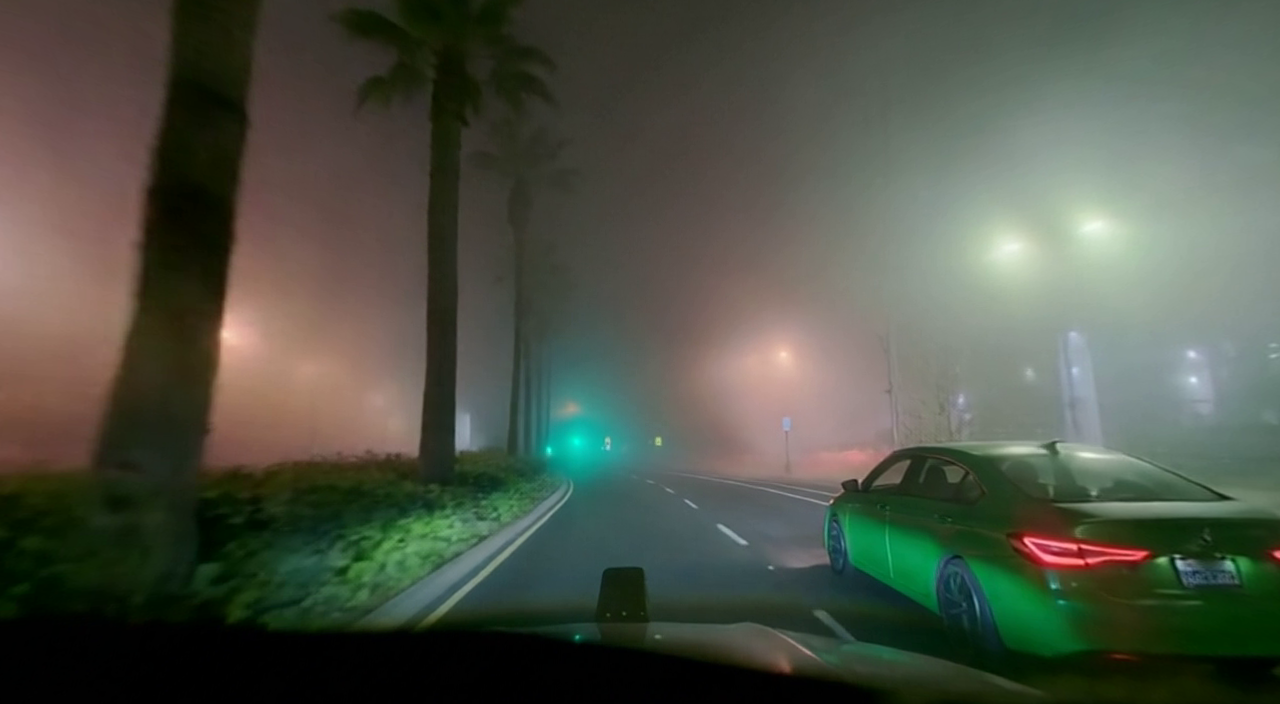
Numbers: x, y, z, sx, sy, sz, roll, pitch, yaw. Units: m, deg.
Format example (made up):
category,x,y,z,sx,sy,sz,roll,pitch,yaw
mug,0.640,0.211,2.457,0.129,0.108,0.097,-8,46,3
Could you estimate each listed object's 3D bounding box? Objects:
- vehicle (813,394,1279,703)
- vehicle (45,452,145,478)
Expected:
category,x,y,z,sx,sy,sz,roll,pitch,yaw
vehicle,2.978,1.292,5.096,1.867,1.554,4.301,0,-8,-1
vehicle,-37.759,7.808,43.886,2.294,1.634,5.499,0,-8,-3
